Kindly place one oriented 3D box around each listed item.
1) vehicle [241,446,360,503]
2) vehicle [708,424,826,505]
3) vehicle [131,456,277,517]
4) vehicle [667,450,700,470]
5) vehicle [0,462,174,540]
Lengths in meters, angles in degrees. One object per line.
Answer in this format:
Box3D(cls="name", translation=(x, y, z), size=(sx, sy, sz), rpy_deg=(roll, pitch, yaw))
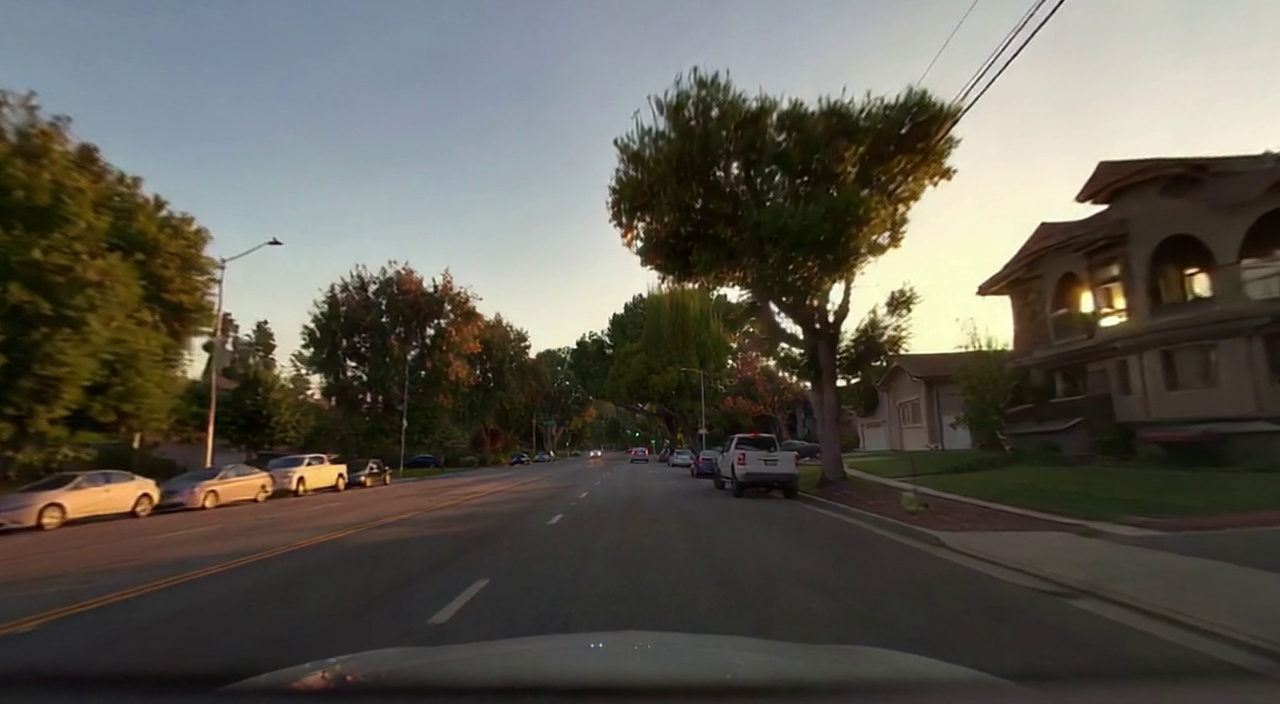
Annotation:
Box3D(cls="vehicle", translation=(-13.944, 5.049, 26.405), size=(2.213, 1.903, 5.326), rpy_deg=(-4, -9, -2))
Box3D(cls="vehicle", translation=(3.567, 3.354, 19.238), size=(2.327, 2.026, 6.259), rpy_deg=(0, -9, 0))
Box3D(cls="vehicle", translation=(-13.890, 4.256, 20.472), size=(1.772, 1.736, 4.020), rpy_deg=(0, -9, 1))
Box3D(cls="vehicle", translation=(3.347, 8.431, 49.656), size=(2.158, 1.477, 5.135), rpy_deg=(0, -9, 0))
Box3D(cls="vehicle", translation=(-13.923, 3.560, 15.441), size=(2.017, 1.574, 4.024), rpy_deg=(-4, -10, -1))
